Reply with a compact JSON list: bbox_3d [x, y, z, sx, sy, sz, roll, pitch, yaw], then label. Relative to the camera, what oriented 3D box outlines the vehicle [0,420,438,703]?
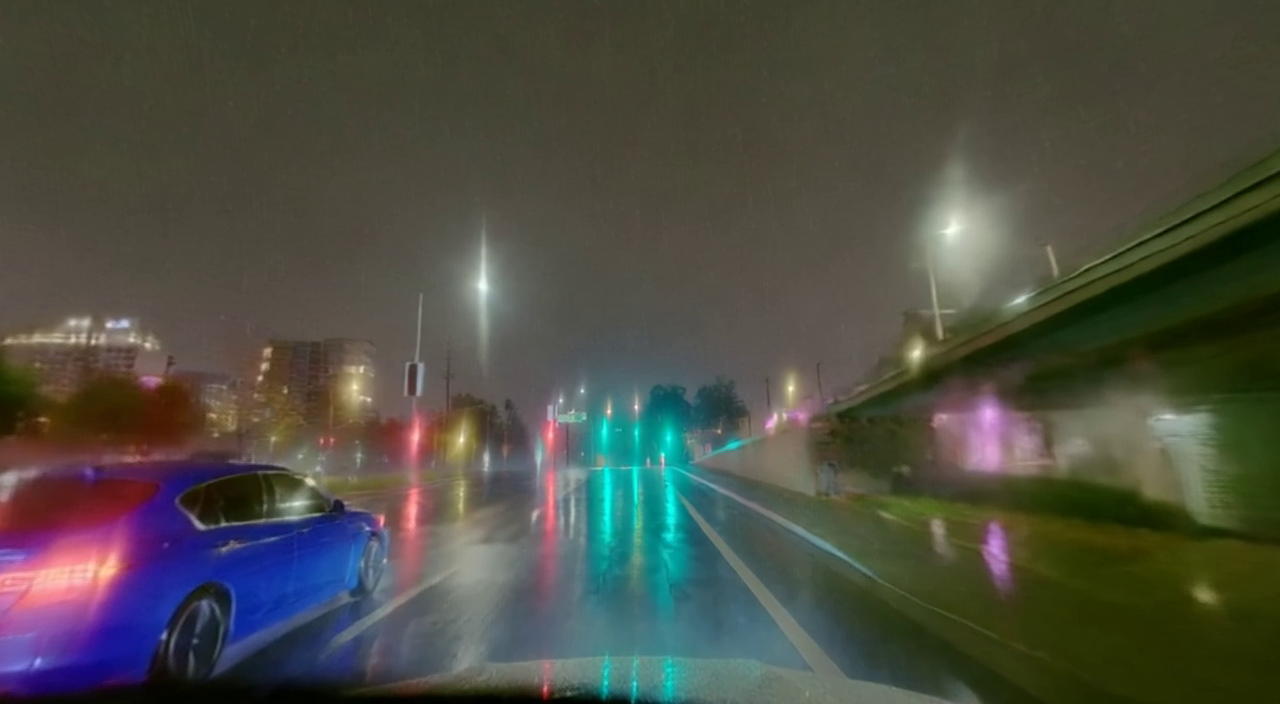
[{"bbox_3d":[-3.304,1.371,4.922,2.041,1.470,4.290,0,-9,0],"label":"vehicle"}]
